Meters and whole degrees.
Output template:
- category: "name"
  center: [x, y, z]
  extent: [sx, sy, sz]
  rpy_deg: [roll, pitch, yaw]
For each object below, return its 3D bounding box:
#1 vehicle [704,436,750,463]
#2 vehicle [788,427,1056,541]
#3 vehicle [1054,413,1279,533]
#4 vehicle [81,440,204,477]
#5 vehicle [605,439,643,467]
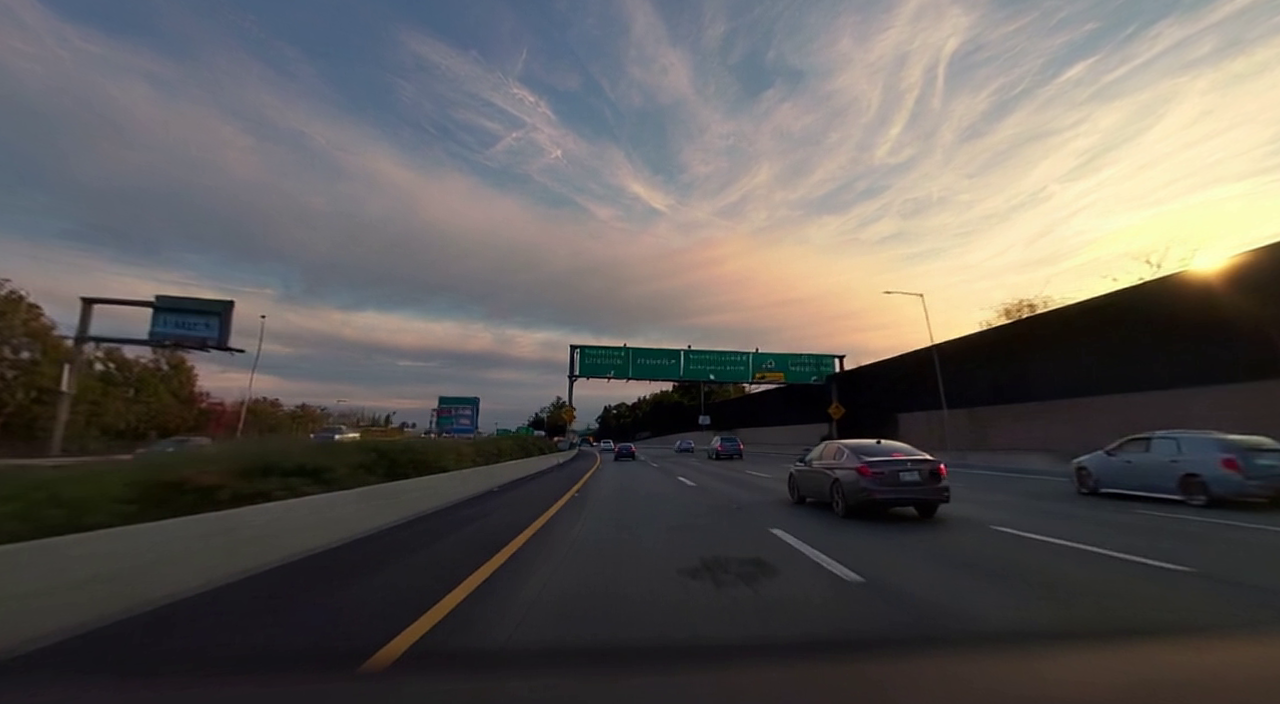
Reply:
- category: "vehicle"
  center: [5.460, 6.190, 40.122]
  extent: [2.094, 1.652, 3.955]
  rpy_deg: [1, -9, -5]
- category: "vehicle"
  center: [4.328, 2.122, 10.826]
  extent: [2.196, 1.494, 4.735]
  rpy_deg: [1, -9, -3]
- category: "vehicle"
  center: [9.585, 1.934, 10.466]
  extent: [2.056, 1.609, 4.761]
  rpy_deg: [0, -9, -2]
- category: "vehicle"
  center: [-22.936, 4.922, 29.461]
  extent: [2.035, 1.565, 5.011]
  rpy_deg: [1, -9, -6]
- category: "vehicle"
  center: [-1.020, 6.023, 37.746]
  extent: [2.090, 1.510, 4.280]
  rpy_deg: [1, -9, -4]
